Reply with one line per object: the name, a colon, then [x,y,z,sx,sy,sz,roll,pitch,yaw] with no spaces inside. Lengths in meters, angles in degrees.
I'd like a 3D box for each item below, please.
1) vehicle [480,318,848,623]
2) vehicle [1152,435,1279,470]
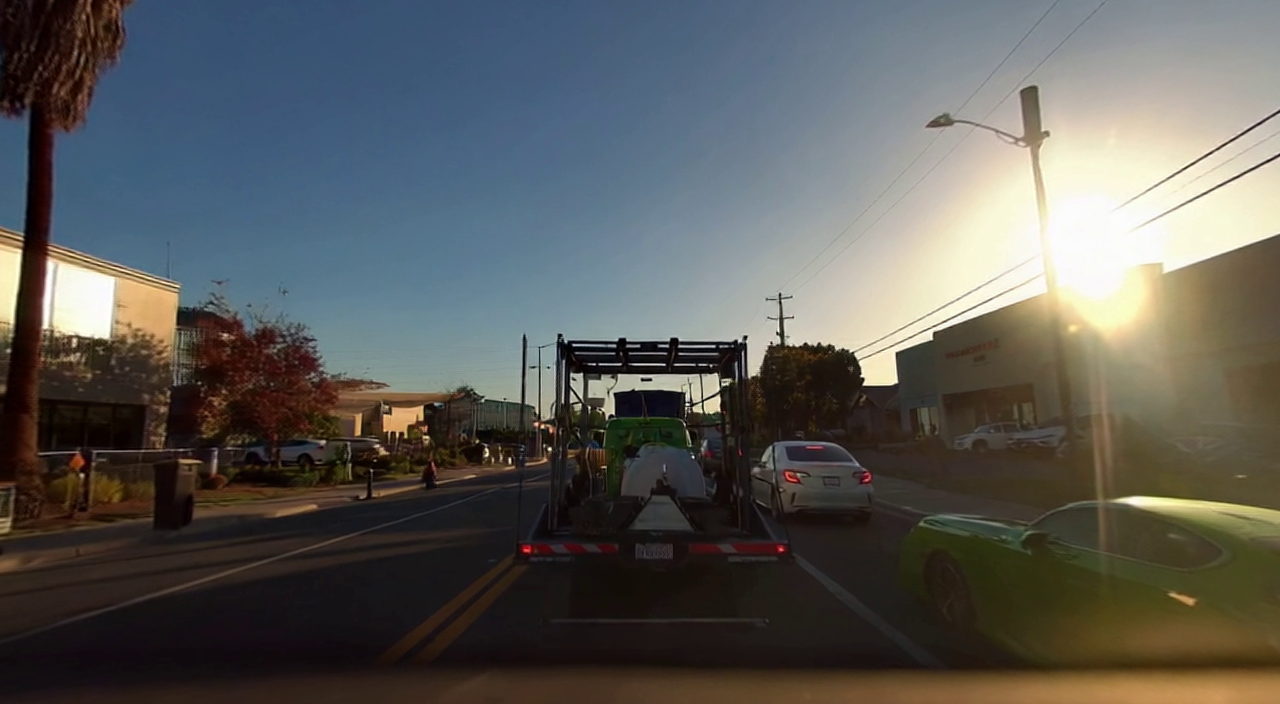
vehicle: [0.172,1.345,8.041,2.728,2.305,6.506,0,-8,0]
vehicle: [28.570,4.985,31.367,4.193,1.633,1.928,-4,-9,26]
